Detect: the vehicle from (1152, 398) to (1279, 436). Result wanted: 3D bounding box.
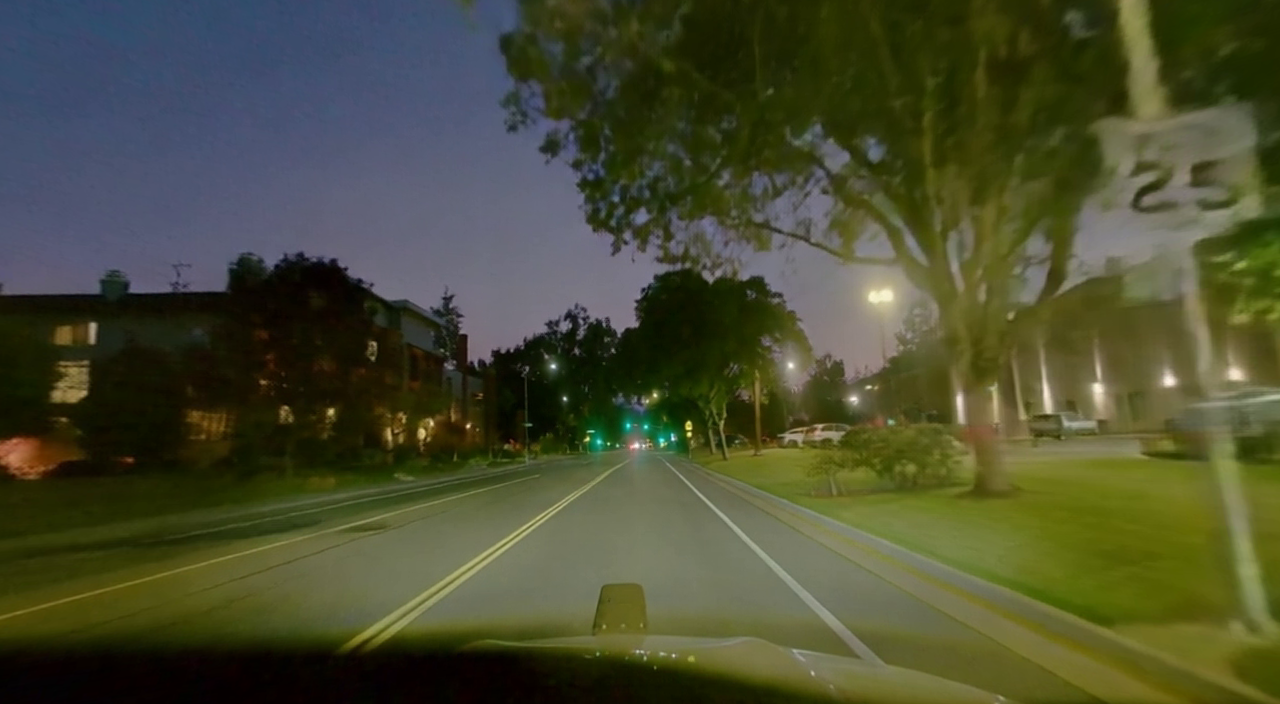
[{"bbox_3d":[25.764,2.888,27.732,4.519,1.584,2.108,0,-9,0],"label":"vehicle"}]

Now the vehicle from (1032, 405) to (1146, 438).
[{"bbox_3d":[25.773,4.033,36.284,4.864,1.797,2.150,0,-8,1],"label":"vehicle"}]

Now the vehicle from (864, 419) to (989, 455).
[{"bbox_3d":[12.688,3.810,28.126,4.529,1.490,2.168,1,-9,-6],"label":"vehicle"}]
